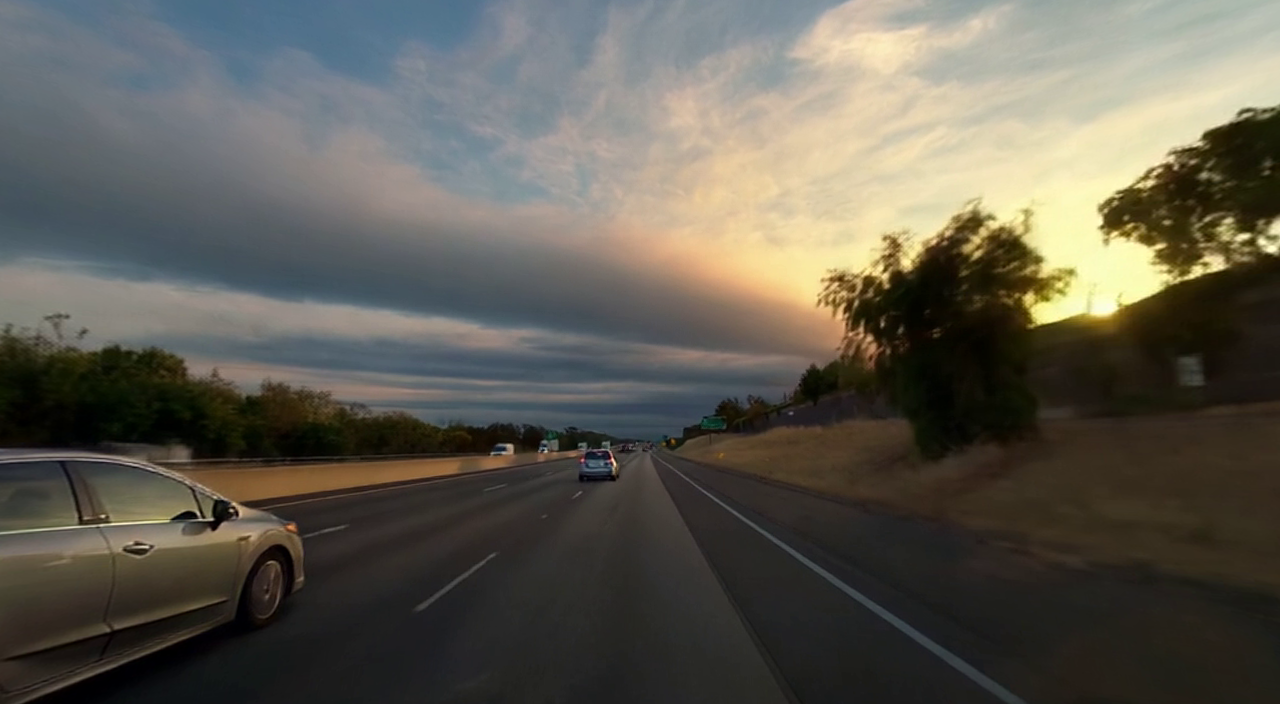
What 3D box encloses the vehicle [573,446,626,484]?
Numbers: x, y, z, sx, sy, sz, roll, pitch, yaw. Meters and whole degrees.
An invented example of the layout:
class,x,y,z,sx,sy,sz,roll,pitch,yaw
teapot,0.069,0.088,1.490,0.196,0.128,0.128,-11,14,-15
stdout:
class,x,y,z,sx,sy,sz,roll,pitch,yaw
vehicle,-1.679,4.829,27.283,1.908,1.515,3.871,0,-9,2
